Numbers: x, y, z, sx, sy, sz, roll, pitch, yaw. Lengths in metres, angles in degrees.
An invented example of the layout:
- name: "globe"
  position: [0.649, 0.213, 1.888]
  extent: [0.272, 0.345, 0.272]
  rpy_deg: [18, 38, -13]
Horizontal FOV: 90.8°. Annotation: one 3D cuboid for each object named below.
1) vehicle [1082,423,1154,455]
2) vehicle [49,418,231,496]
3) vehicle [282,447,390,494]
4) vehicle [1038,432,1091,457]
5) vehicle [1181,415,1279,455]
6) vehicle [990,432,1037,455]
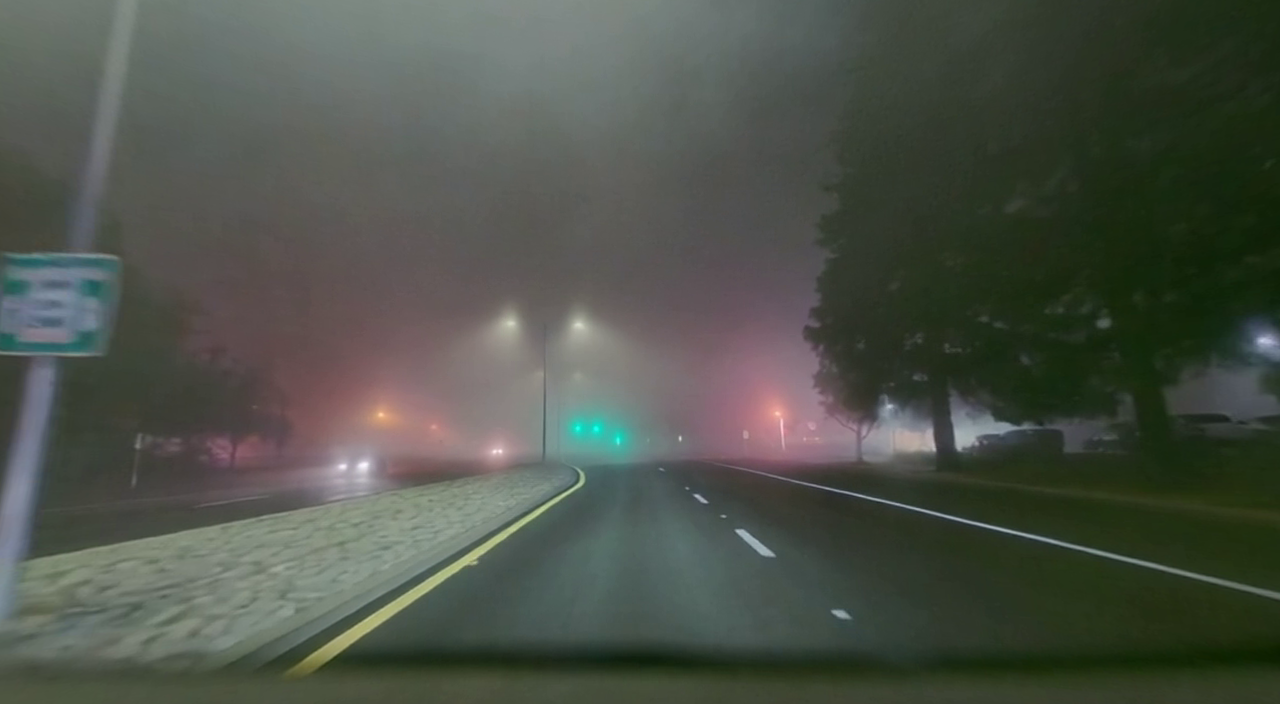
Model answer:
- name: "vehicle"
  position: [28.379, 5.158, 37.436]
  extent: [4.634, 1.789, 2.149]
  rpy_deg: [6, -10, -38]
- name: "vehicle"
  position: [-20.382, 4.308, 26.367]
  extent: [2.340, 2.821, 6.537]
  rpy_deg: [0, -8, -2]
- name: "vehicle"
  position: [-11.271, 4.396, 23.863]
  extent: [2.032, 1.480, 4.591]
  rpy_deg: [-1, -8, -3]
- name: "vehicle"
  position: [26.511, 5.749, 39.405]
  extent: [1.928, 1.437, 3.935]
  rpy_deg: [-8, -11, 44]
- name: "vehicle"
  position: [30.759, 4.297, 32.498]
  extent: [4.334, 1.942, 2.322]
  rpy_deg: [3, -9, -18]
- name: "vehicle"
  position: [24.293, 5.943, 41.007]
  extent: [1.910, 1.415, 4.383]
  rpy_deg: [-7, -10, 39]
